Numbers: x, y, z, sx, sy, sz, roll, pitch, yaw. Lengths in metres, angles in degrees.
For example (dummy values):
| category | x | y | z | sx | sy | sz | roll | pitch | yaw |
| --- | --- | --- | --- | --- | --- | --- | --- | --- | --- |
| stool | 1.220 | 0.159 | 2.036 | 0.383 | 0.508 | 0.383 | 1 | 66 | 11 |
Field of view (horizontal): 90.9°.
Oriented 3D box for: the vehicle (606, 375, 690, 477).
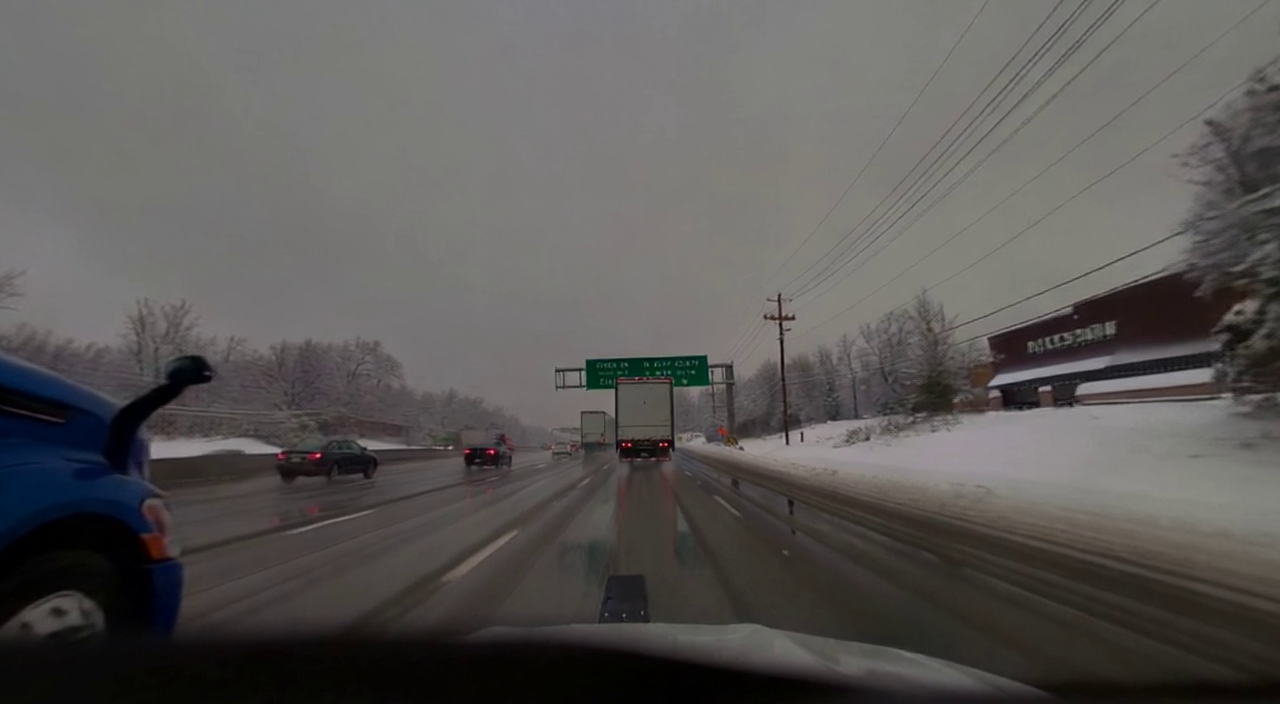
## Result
| category | x | y | z | sx | sy | sz | roll | pitch | yaw |
| --- | --- | --- | --- | --- | --- | --- | --- | --- | --- |
| vehicle | 0.222 | 3.335 | 27.215 | 2.941 | 3.604 | 9.851 | 0 | -9 | -1 |

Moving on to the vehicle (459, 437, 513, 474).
| category | x | y | z | sx | sy | sz | roll | pitch | yaw |
| --- | --- | --- | --- | --- | --- | --- | --- | --- | --- |
| vehicle | -6.970 | 4.694 | 28.768 | 1.736 | 1.580 | 2.778 | 0 | -9 | 0 |

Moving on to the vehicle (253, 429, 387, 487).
| category | x | y | z | sx | sy | sz | roll | pitch | yaw |
| --- | --- | --- | --- | --- | --- | --- | --- | --- | --- |
| vehicle | -10.890 | 3.643 | 21.945 | 2.046 | 1.779 | 4.752 | 0 | -9 | 1 |

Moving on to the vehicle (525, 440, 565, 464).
| category | x | y | z | sx | sy | sz | roll | pitch | yaw |
| --- | --- | --- | --- | --- | --- | --- | --- | --- | --- |
| vehicle | -5.914 | 6.284 | 39.737 | 1.933 | 1.459 | 4.478 | 0 | -9 | -1 |
